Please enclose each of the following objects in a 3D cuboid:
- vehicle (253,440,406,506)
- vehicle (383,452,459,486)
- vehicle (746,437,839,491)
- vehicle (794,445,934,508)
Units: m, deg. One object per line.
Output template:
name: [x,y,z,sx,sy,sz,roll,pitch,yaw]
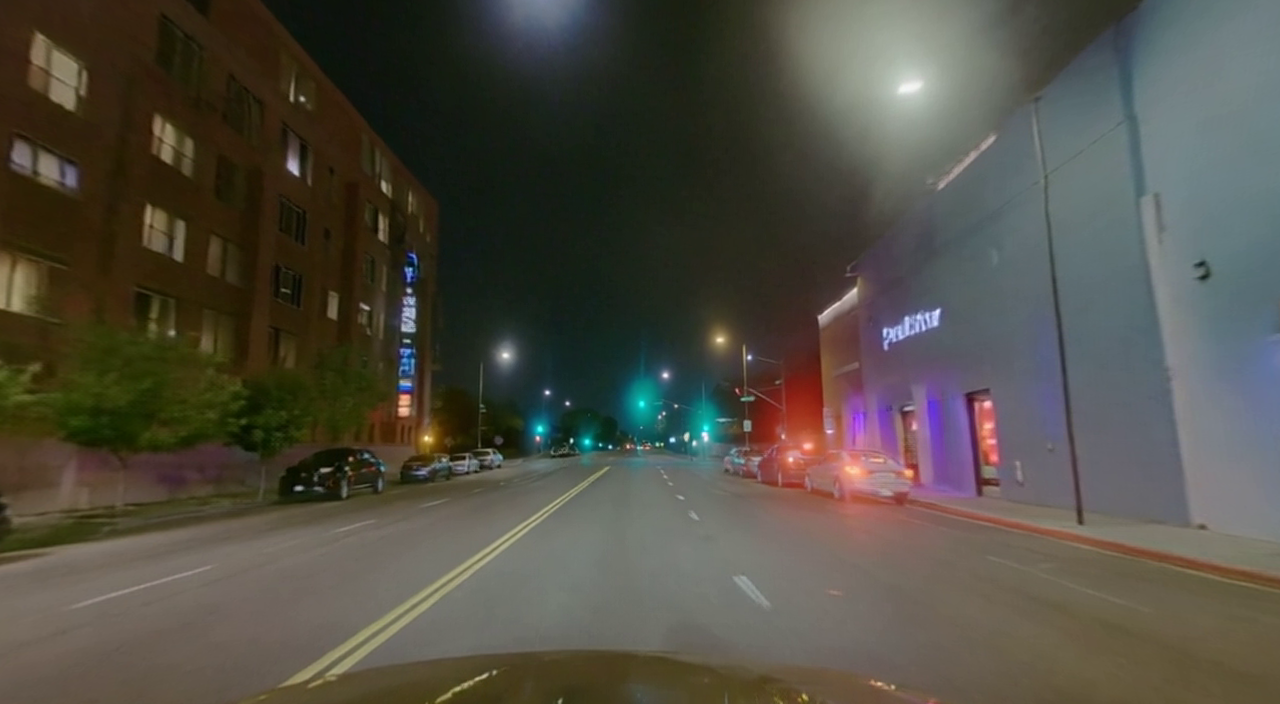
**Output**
vehicle: [-9.897,3.852,20.808,2.228,1.863,5.407,-1,-8,1]
vehicle: [-10.210,5.466,29.823,1.953,1.387,4.529,-1,-8,0]
vehicle: [5.714,4.247,24.430,2.227,1.811,5.172,0,-8,-1]
vehicle: [6.118,3.428,18.040,2.038,1.482,4.994,0,-8,-2]
